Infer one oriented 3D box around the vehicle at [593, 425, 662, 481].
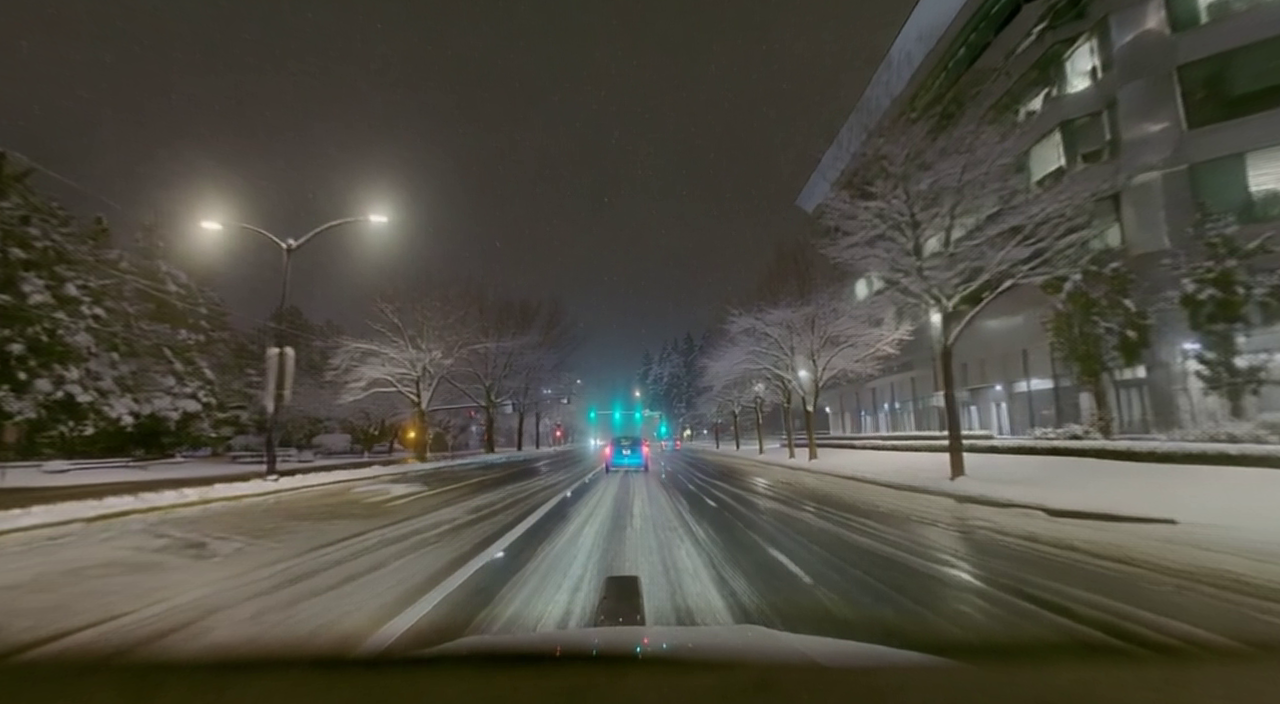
[{"bbox_3d":[-0.444,3.725,23.556,2.313,1.860,4.319,0,-9,-1],"label":"vehicle"}]
